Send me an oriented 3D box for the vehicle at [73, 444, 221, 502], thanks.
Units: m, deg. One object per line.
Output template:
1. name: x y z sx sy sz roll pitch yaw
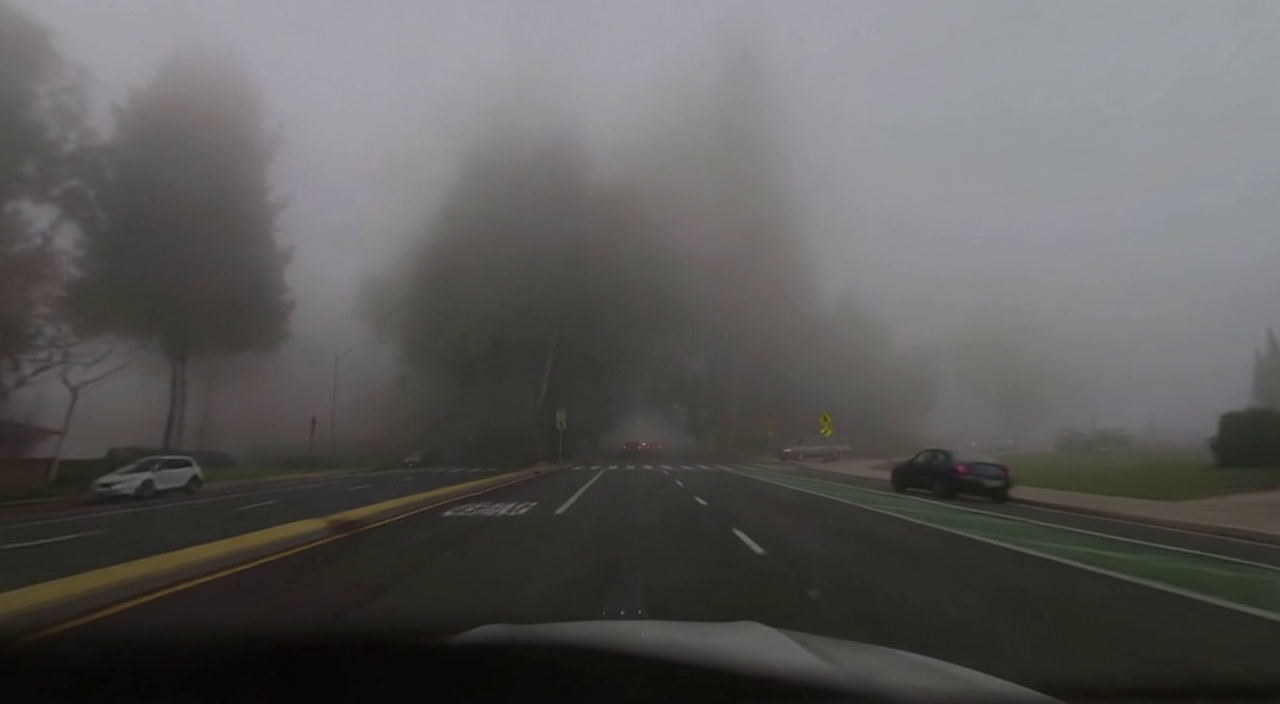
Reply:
1. vehicle: -18.281 4.453 23.783 1.994 1.874 4.502 -3 -8 -1

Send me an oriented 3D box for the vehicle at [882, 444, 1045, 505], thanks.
1. vehicle: 8.706 3.300 17.559 1.925 1.454 4.493 1 -9 -4
